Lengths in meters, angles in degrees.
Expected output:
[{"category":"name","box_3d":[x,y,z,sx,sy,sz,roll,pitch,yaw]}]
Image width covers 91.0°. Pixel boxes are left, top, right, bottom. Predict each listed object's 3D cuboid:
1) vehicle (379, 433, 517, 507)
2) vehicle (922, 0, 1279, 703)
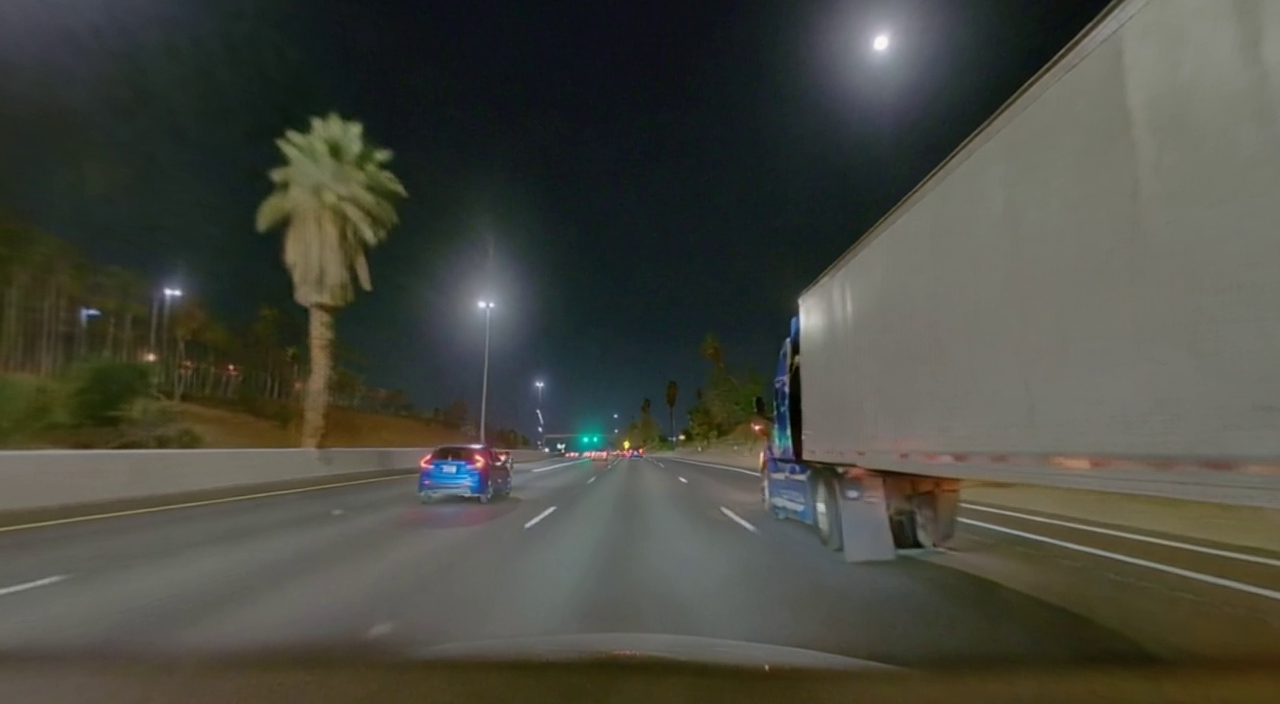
[{"category":"vehicle","box_3d":[-4.497,2.829,15.533,2.120,1.537,4.139,0,-8,0]},{"category":"vehicle","box_3d":[3.535,-0.088,1.224,3.073,3.886,5.856,0,-8,-1]}]
